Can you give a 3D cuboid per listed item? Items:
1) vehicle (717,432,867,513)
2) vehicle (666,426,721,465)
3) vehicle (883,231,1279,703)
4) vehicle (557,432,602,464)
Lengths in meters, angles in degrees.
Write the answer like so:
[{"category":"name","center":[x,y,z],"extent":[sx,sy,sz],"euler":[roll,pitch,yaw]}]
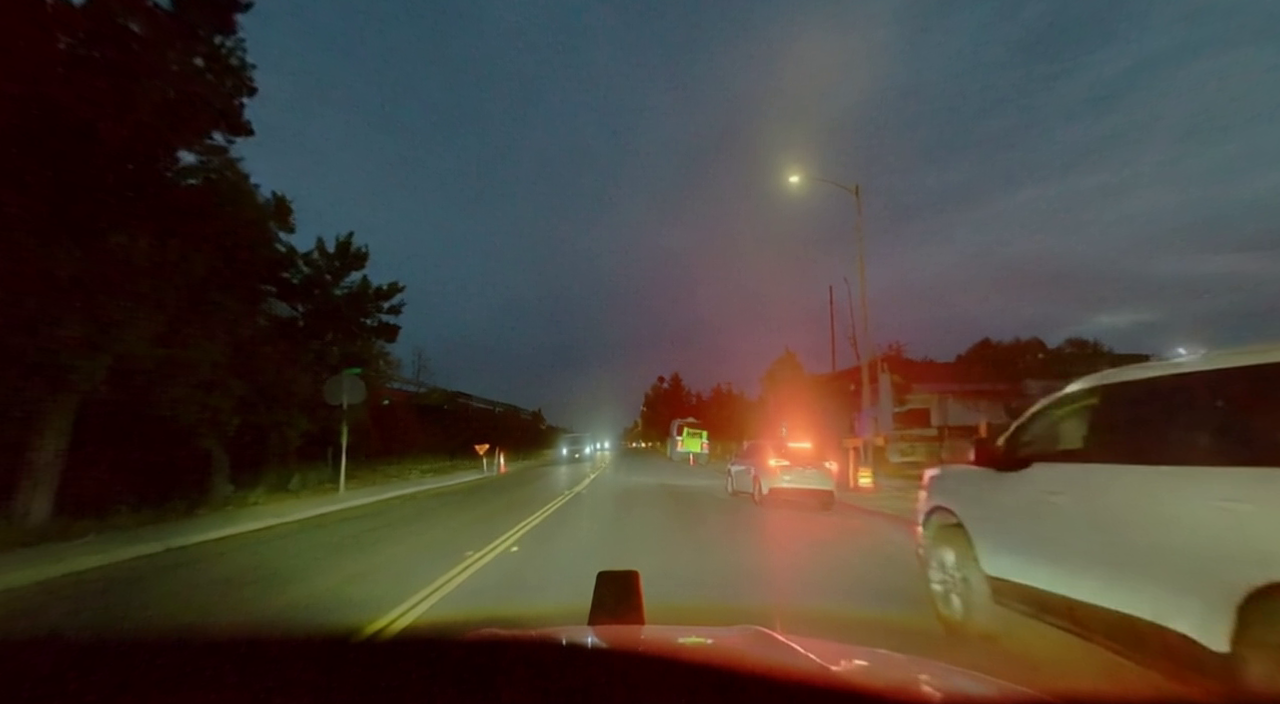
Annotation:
[{"category":"vehicle","center":[3.134,2.619,14.223],"extent":[2.006,1.482,4.722],"euler":[0,-9,-3]},{"category":"vehicle","center":[3.047,5.623,37.811],"extent":[2.759,2.114,6.152],"euler":[0,-9,0]},{"category":"vehicle","center":[3.251,0.723,2.927],"extent":[2.293,1.957,4.934],"euler":[0,-9,0]},{"category":"vehicle","center":[-3.927,6.368,41.794],"extent":[2.358,1.921,5.675],"euler":[0,-9,0]}]
